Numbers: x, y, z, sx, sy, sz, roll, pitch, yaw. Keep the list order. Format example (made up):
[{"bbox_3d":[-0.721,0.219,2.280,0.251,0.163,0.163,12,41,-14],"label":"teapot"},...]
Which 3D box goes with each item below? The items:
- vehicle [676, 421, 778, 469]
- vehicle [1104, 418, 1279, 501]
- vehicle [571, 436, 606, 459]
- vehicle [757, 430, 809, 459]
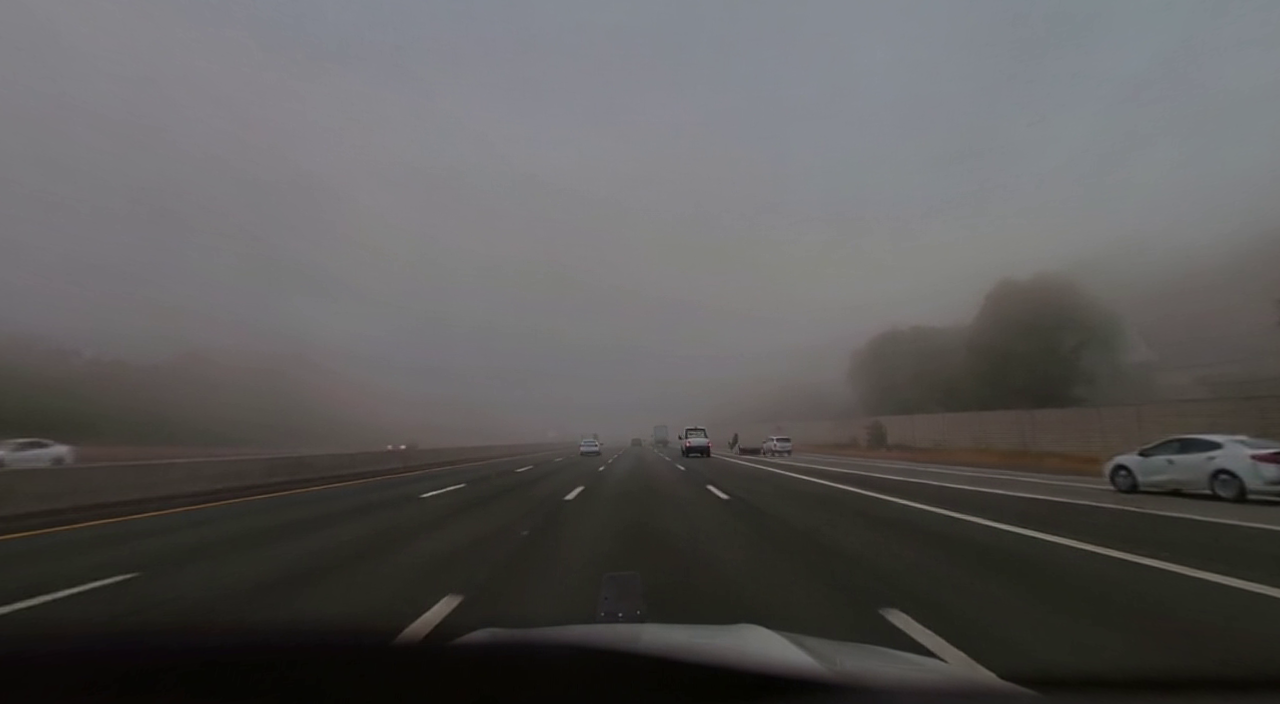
[{"bbox_3d":[4.024,4.908,33.267,3.042,2.004,14.051,0,-8,-2],"label":"vehicle"},{"bbox_3d":[15.055,2.626,15.592,2.261,1.824,5.678,1,-8,-8],"label":"vehicle"},{"bbox_3d":[-3.482,6.548,43.283,2.066,1.500,4.415,0,-8,0],"label":"vehicle"},{"bbox_3d":[10.126,6.633,45.148,2.184,1.873,5.466,0,-8,-3],"label":"vehicle"}]
